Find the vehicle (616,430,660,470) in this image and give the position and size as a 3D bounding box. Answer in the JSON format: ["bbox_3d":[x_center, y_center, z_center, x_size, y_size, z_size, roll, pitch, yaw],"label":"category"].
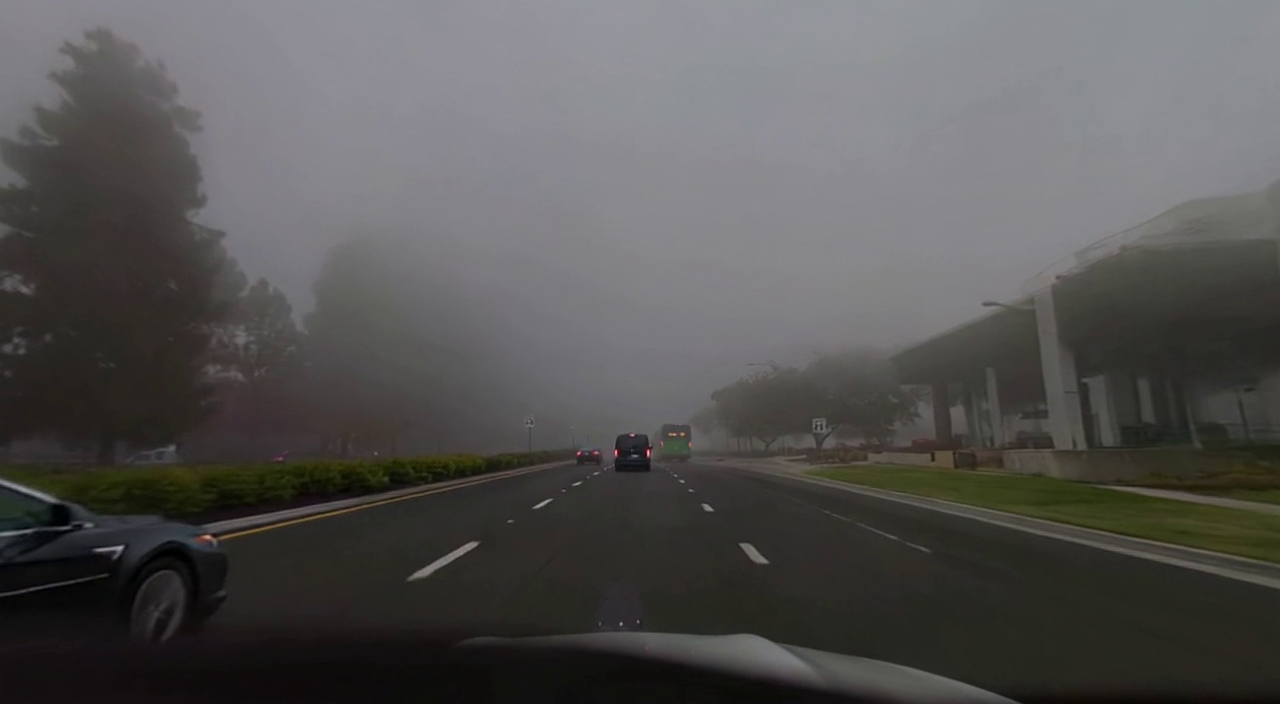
[{"bbox_3d":[-0.082,5.670,36.569,2.336,2.122,5.207,0,-9,1],"label":"vehicle"}]

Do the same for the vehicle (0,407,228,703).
[{"bbox_3d":[-3.791,0.853,1.806,2.120,1.481,4.535,0,-9,1],"label":"vehicle"}]
